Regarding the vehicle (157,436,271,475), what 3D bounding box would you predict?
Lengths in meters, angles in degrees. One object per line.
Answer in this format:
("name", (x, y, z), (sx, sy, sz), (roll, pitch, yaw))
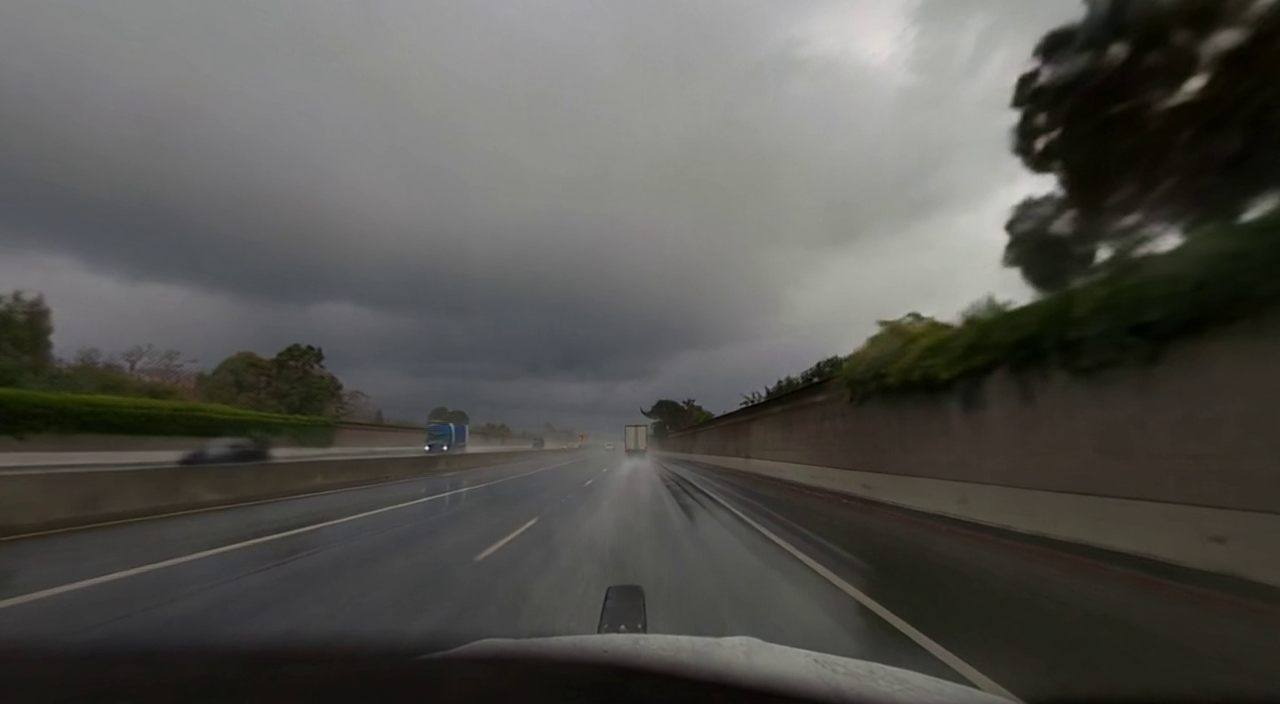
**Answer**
("vehicle", (-19.299, 4.706, 28.845), (1.957, 1.627, 4.639), (0, -9, 0))
